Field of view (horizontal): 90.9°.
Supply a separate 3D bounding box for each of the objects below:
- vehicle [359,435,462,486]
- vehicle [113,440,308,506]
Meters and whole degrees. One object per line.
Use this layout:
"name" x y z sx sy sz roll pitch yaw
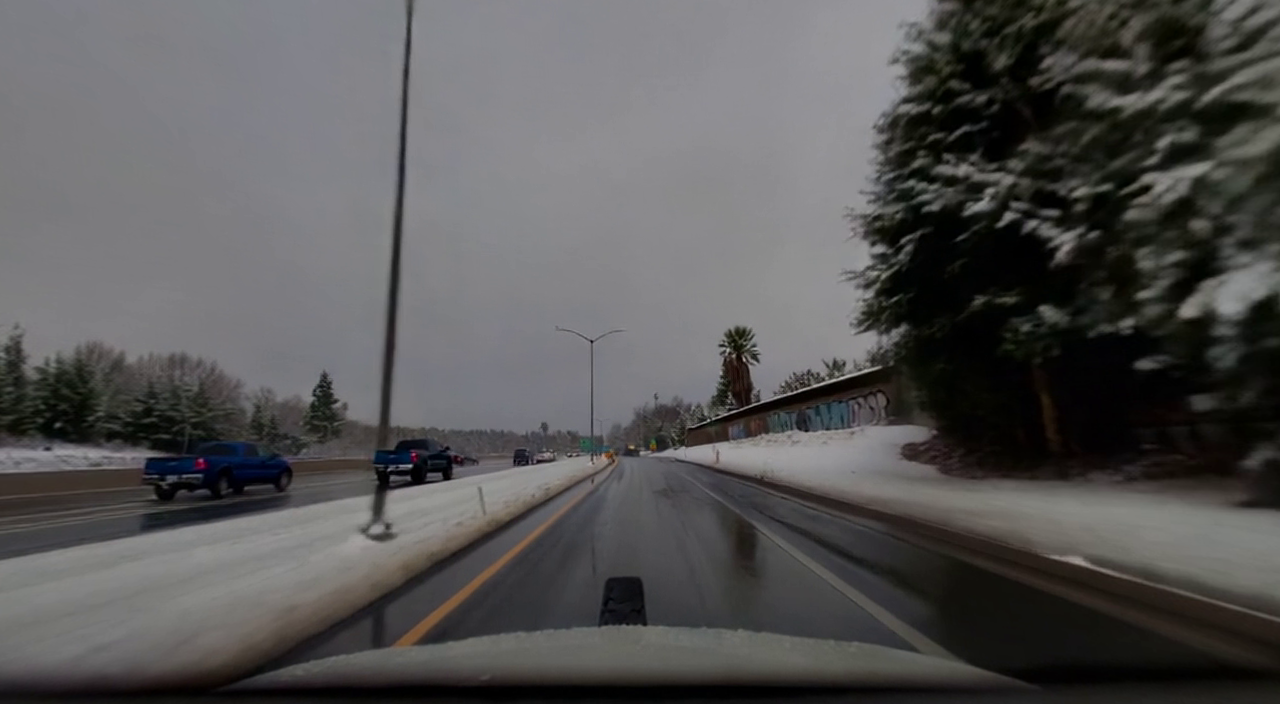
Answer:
"vehicle" -9.965 4.753 27.962 2.342 1.999 5.594 0 -9 1
"vehicle" -13.959 3.946 21.166 2.272 1.882 5.941 0 -9 1
